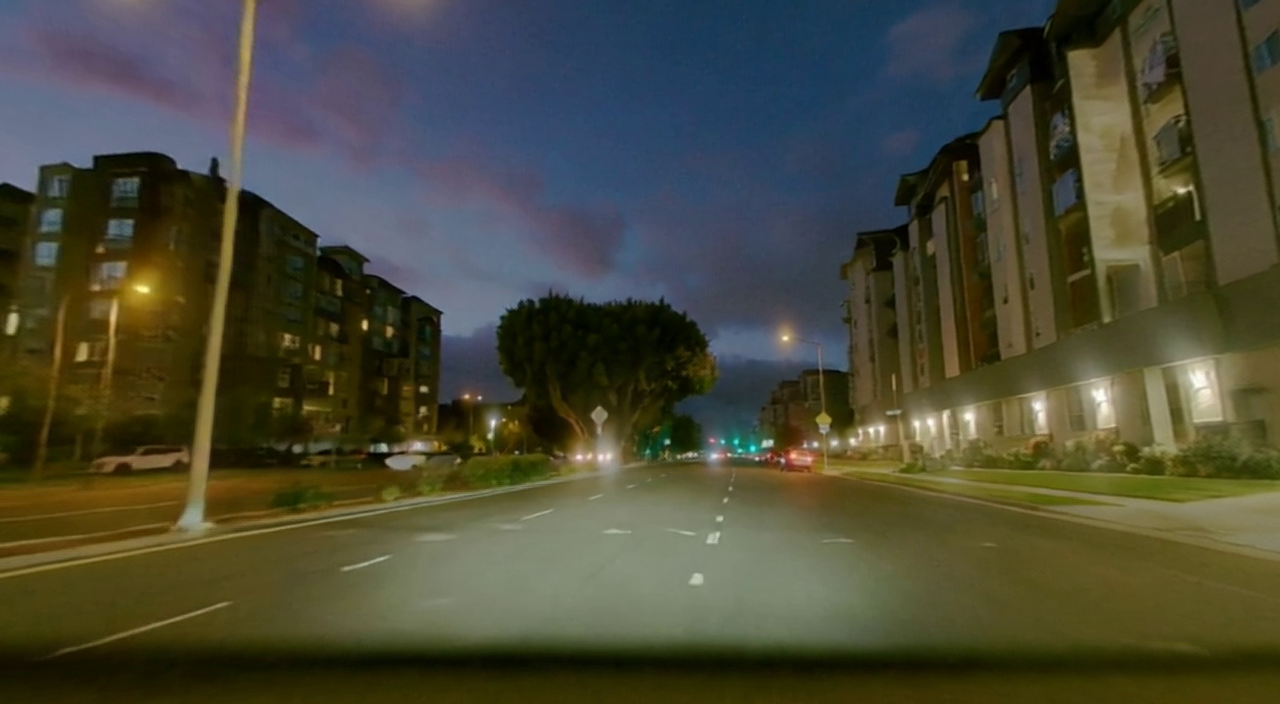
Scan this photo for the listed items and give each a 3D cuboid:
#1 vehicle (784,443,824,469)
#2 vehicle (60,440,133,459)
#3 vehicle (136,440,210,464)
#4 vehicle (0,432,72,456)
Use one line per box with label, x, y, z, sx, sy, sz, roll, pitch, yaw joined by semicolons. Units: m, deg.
vehicle;12.644;8.064;48.861;2.241;1.877;4.810;-1;-9;6
vehicle;-41.807;7.513;48.416;4.394;1.451;1.861;-2;-9;12
vehicle;-34.765;7.451;46.841;4.334;1.686;1.925;-2;-9;13
vehicle;-48.085;7.306;49.817;4.744;1.812;2.018;-2;-9;12
